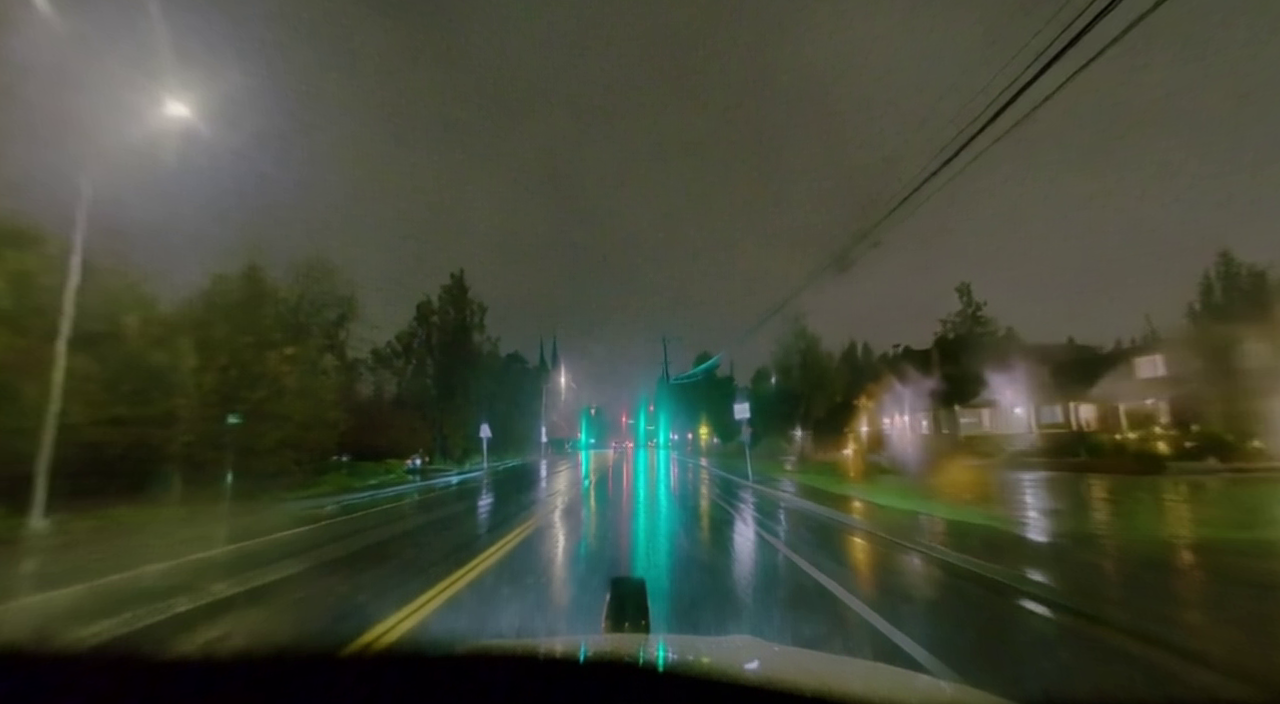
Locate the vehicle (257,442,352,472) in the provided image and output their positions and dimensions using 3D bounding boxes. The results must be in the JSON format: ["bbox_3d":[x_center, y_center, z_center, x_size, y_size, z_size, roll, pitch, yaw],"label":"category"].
[{"bbox_3d":[-18.980,5.970,35.801,4.233,1.623,1.943,0,-8,1],"label":"vehicle"}]

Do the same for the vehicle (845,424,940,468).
[{"bbox_3d":[9.822,3.731,24.968,1.805,1.571,4.467,0,-8,-2],"label":"vehicle"}]

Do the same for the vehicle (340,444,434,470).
[{"bbox_3d":[-15.154,6.309,37.958,4.787,1.474,1.967,-1,-8,3],"label":"vehicle"}]
